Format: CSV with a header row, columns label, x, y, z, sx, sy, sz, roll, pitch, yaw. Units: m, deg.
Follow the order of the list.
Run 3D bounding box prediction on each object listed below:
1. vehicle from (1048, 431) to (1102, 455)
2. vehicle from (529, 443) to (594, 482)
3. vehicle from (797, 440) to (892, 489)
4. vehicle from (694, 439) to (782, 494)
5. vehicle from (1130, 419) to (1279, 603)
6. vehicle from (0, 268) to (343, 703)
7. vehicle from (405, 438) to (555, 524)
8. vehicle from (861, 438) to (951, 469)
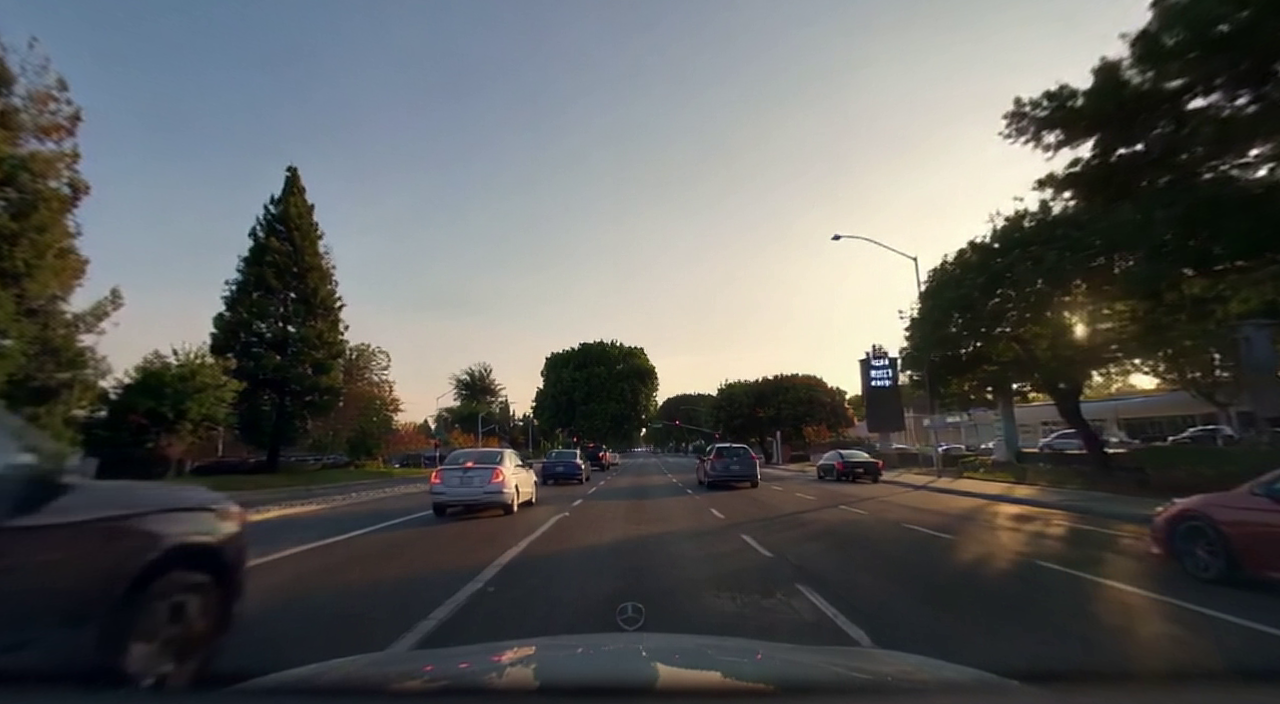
label,x,y,z,sx,sy,sz,roll,pitch,yaw
vehicle,29.383,6.128,42.688,1.793,1.478,4.462,-4,-9,20
vehicle,-3.194,4.633,26.705,2.087,1.494,4.626,-1,-9,1
vehicle,7.170,3.978,22.679,2.070,1.547,4.941,-1,-9,4
vehicle,2.894,3.496,19.581,2.004,1.512,4.206,0,-9,0
vehicle,6.337,1.209,4.499,1.881,1.540,4.750,0,-9,1
vehicle,-2.899,0.646,1.621,2.117,1.799,4.442,0,-9,-1
vehicle,-3.080,2.580,13.195,1.952,1.457,4.372,-1,-9,1
vehicle,14.940,5.666,35.405,4.337,1.614,2.043,3,-9,-20
